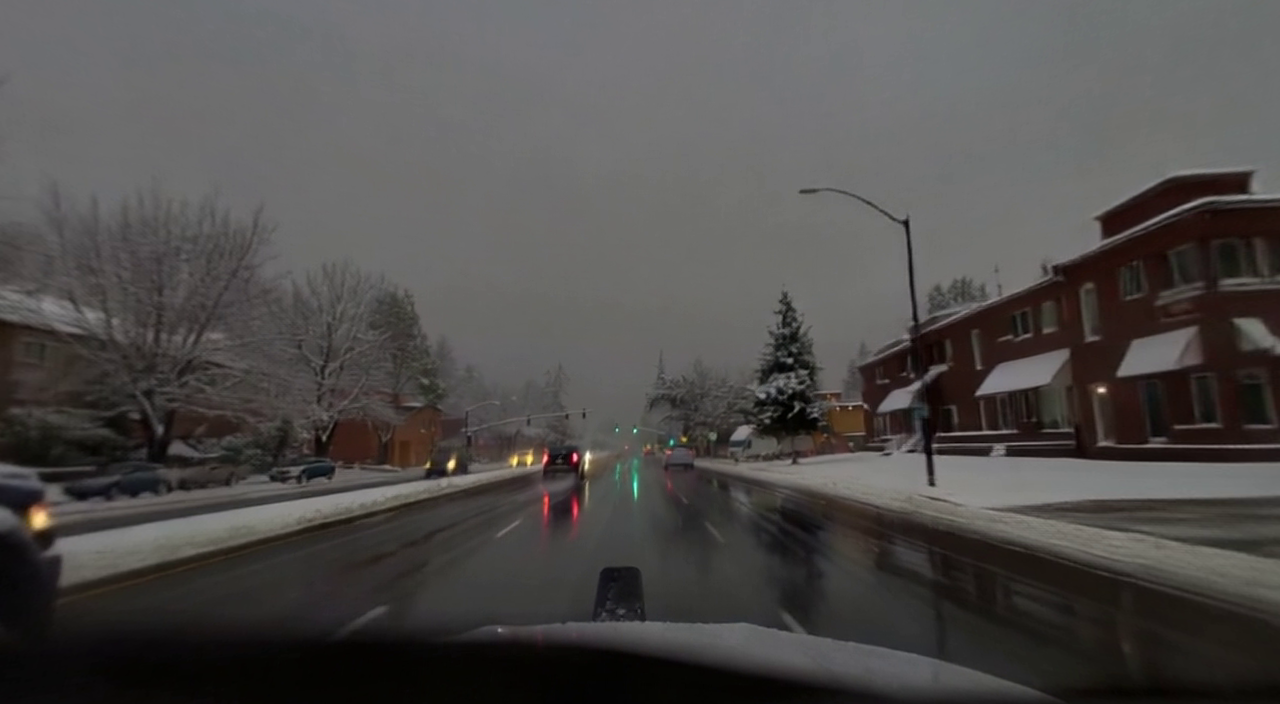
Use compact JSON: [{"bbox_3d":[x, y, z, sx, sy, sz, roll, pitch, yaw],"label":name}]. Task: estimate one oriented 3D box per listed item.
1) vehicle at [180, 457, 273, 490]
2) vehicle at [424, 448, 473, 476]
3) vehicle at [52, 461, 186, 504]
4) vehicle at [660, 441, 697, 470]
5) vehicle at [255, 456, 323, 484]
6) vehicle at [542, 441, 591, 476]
[{"bbox_3d":[-22.928,6.730,35.298,1.938,1.613,4.830,0,-8,-1],"label":"vehicle"},{"bbox_3d":[-11.773,6.752,39.099,1.838,1.588,3.658,0,-8,0],"label":"vehicle"},{"bbox_3d":[-22.873,5.705,28.033,2.176,1.516,4.532,-3,-8,-1],"label":"vehicle"},{"bbox_3d":[2.411,6.613,40.564,2.018,1.719,4.369,0,-8,-1],"label":"vehicle"},{"bbox_3d":[-22.882,7.689,41.385,1.918,1.586,4.366,0,-8,0],"label":"vehicle"},{"bbox_3d":[-3.809,5.589,33.425,2.083,1.685,4.069,0,-8,1],"label":"vehicle"}]
